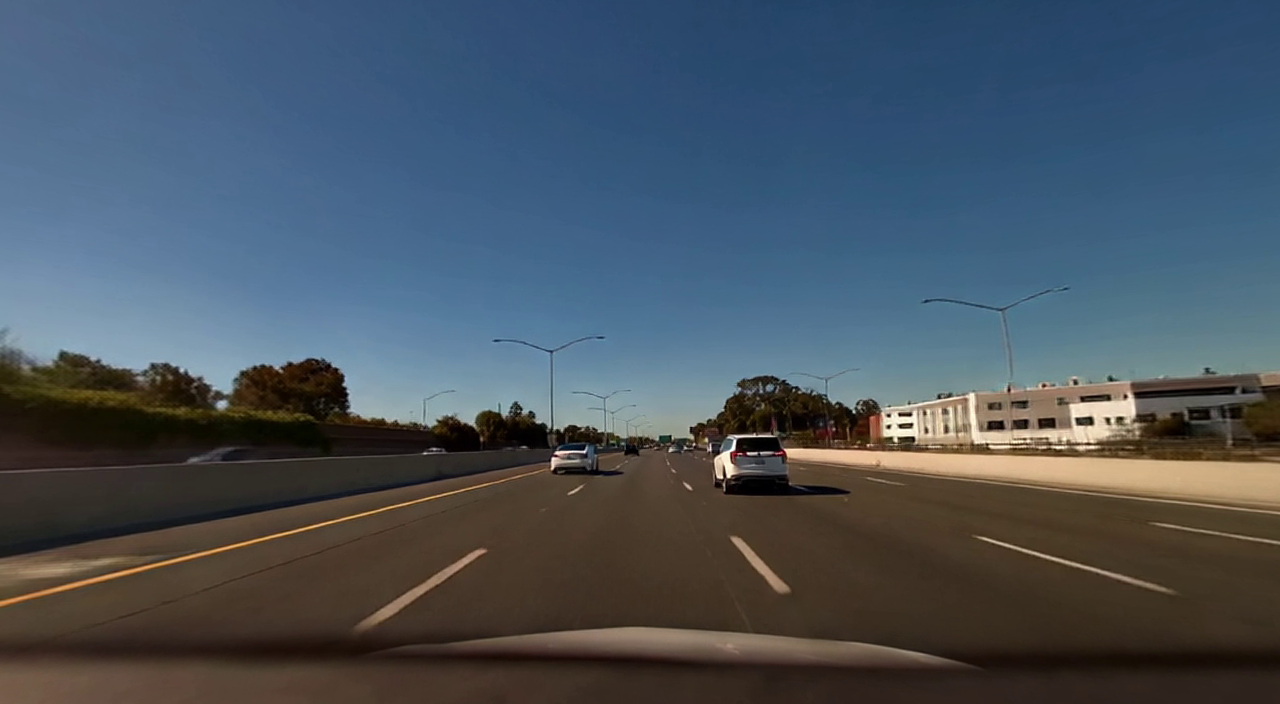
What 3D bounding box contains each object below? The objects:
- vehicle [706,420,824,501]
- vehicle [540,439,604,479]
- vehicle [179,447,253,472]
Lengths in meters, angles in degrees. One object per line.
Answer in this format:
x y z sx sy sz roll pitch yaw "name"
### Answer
3.130 2.847 16.927 2.148 1.852 4.835 0 -8 0 "vehicle"
-2.851 4.617 27.492 2.080 1.542 4.718 -1 -8 2 "vehicle"
-25.522 6.460 38.103 1.912 1.456 3.591 0 -9 0 "vehicle"
